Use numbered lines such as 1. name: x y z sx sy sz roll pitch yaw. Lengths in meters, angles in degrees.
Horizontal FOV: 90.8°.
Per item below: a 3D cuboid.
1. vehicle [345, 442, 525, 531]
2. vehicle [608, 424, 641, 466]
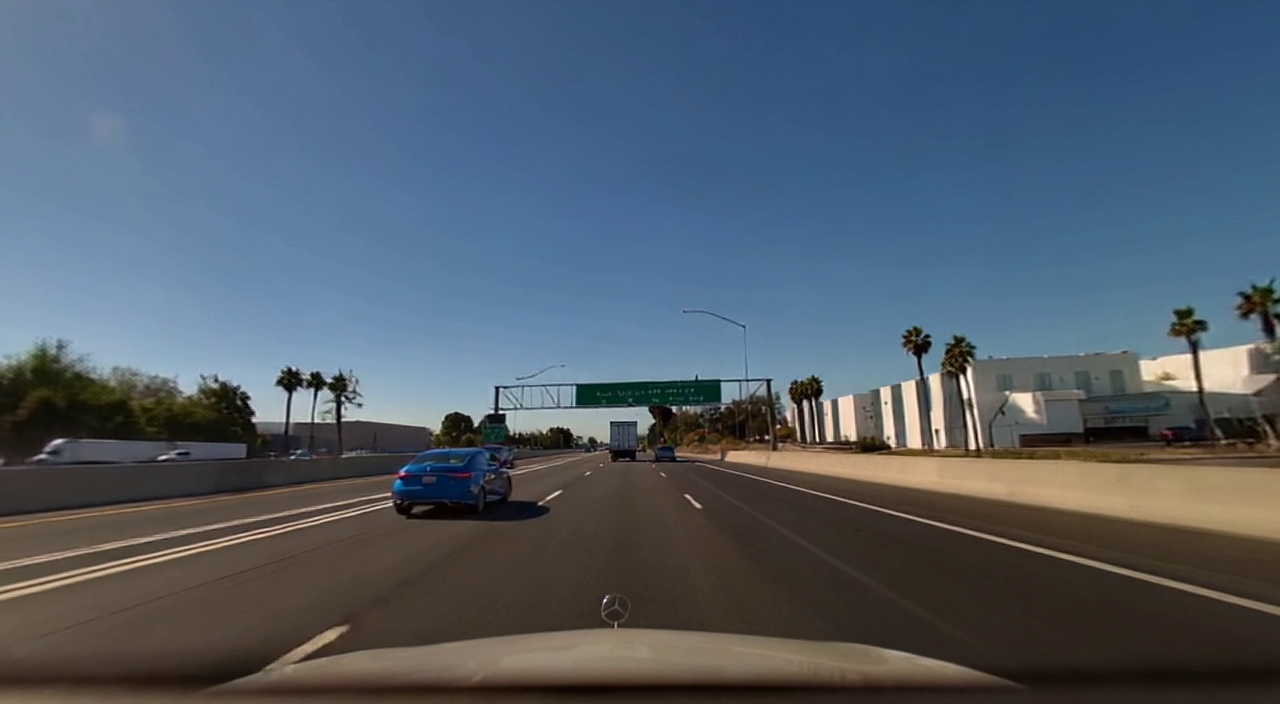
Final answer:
1. vehicle: -3.778 2.543 12.604 2.097 1.447 4.291 0 -8 1
2. vehicle: -1.217 7.119 48.246 2.364 2.953 6.495 0 -8 -2
